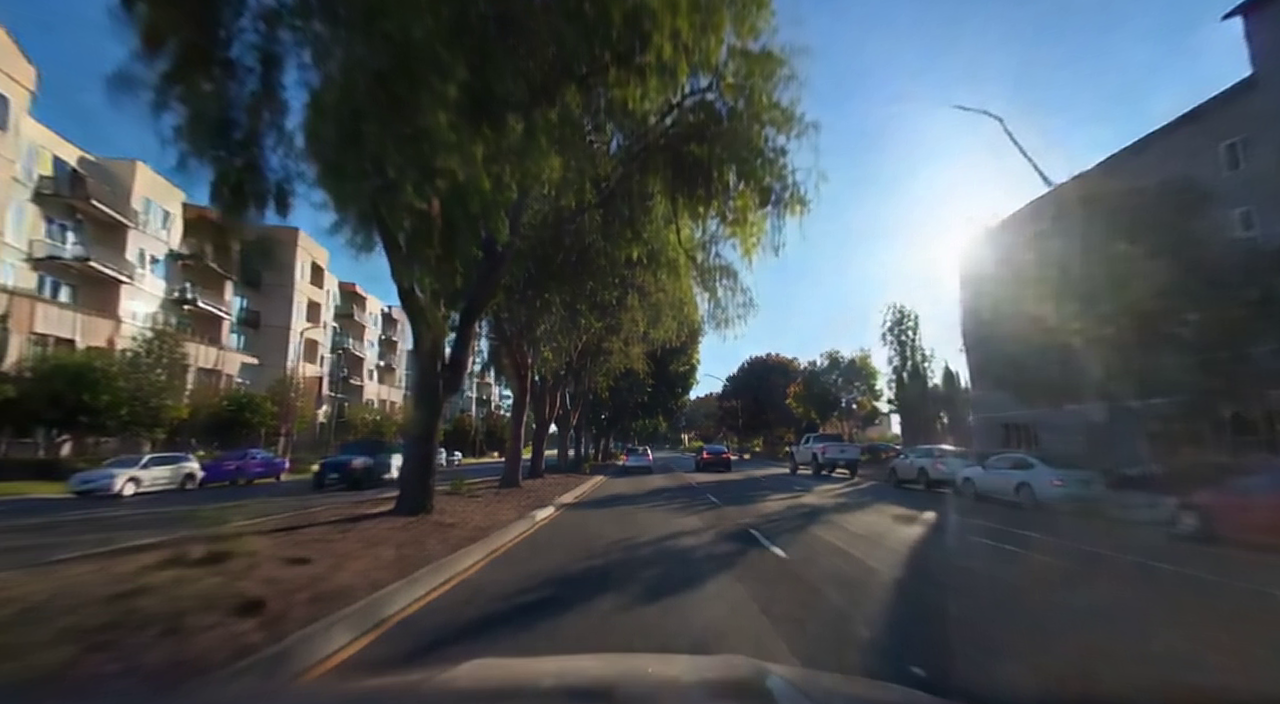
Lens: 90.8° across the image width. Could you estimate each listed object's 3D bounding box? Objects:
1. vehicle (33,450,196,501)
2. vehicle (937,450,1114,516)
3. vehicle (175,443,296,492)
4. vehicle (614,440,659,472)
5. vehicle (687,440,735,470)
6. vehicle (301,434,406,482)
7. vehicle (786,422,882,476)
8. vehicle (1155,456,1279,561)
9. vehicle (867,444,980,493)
[{"bbox_3d":[-19.014,4.449,23.203,2.180,1.608,4.443,0,-9,-1],"label":"vehicle"},{"bbox_3d":[10.266,3.476,17.378,1.898,1.502,4.788,0,-9,1],"label":"vehicle"},{"bbox_3d":[-19.131,5.454,30.288,2.240,2.112,5.268,0,-8,0],"label":"vehicle"},{"bbox_3d":[-0.173,5.101,31.116,2.101,1.444,4.248,0,-9,0],"label":"vehicle"},{"bbox_3d":[3.747,5.542,34.117,1.993,1.477,4.240,0,-9,-1],"label":"vehicle"},{"bbox_3d":[-12.551,4.688,28.092,2.331,1.910,4.823,-1,-9,1],"label":"vehicle"},{"bbox_3d":[10.594,5.438,35.431,3.082,2.655,7.381,0,-9,1],"label":"vehicle"},{"bbox_3d":[10.177,2.240,8.870,1.944,1.454,4.647,0,-9,0],"label":"vehicle"},{"bbox_3d":[10.588,4.354,24.031,2.129,1.645,4.625,0,-9,0],"label":"vehicle"}]
